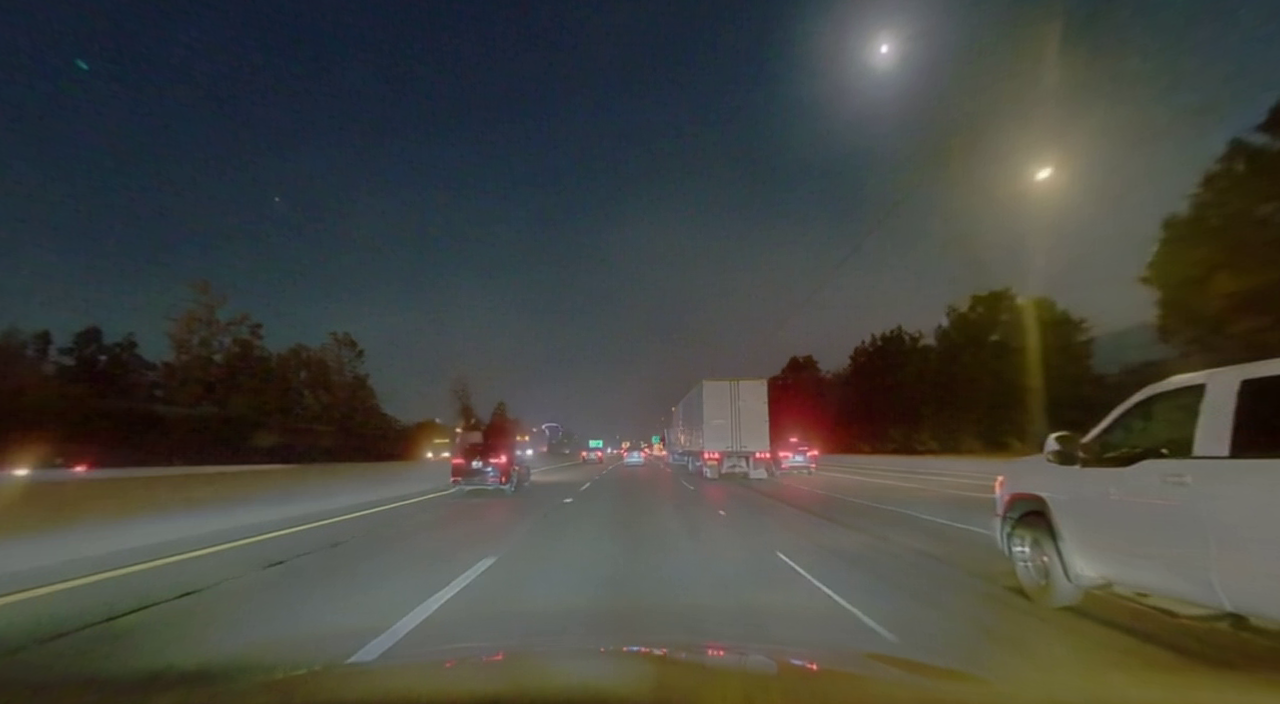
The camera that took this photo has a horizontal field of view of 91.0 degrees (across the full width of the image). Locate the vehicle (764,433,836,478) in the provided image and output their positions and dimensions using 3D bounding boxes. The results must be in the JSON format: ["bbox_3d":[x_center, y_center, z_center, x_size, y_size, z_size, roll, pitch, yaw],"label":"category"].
[{"bbox_3d":[7.353,4.787,29.408,2.079,1.938,4.630,0,-8,-1],"label":"vehicle"}]

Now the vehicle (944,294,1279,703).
[{"bbox_3d":[3.375,0.721,2.185,2.132,1.869,4.978,0,-8,0],"label":"vehicle"}]

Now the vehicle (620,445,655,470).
[{"bbox_3d":[-0.136,6.472,38.862,2.047,1.485,3.938,0,-8,1],"label":"vehicle"}]

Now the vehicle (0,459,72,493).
[{"bbox_3d":[-30.315,5.925,30.249,1.956,1.447,4.610,0,-8,-4],"label":"vehicle"}]

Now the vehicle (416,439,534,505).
[{"bbox_3d":[-4.115,3.038,16.394,1.968,1.507,3.829,0,-8,1],"label":"vehicle"}]

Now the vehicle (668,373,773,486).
[{"bbox_3d":[3.304,3.990,31.145,2.907,4.109,16.177,0,-8,-1],"label":"vehicle"}]
